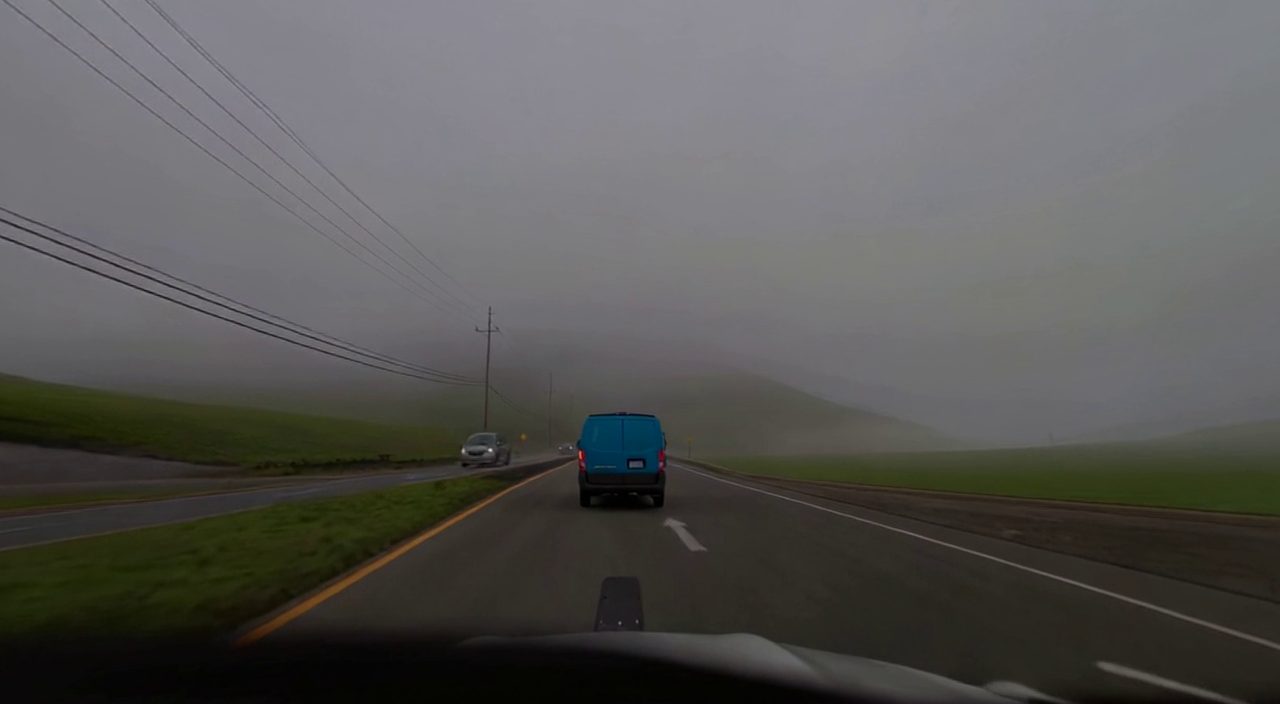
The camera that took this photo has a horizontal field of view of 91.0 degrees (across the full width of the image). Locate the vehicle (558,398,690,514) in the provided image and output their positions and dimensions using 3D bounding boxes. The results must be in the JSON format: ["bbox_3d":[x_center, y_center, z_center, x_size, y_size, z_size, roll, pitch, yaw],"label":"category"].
[{"bbox_3d":[-0.392,2.273,14.068,2.454,2.144,4.535,0,-8,-3],"label":"vehicle"}]

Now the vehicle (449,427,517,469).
[{"bbox_3d":[-9.185,5.700,37.423,2.260,2.264,5.982,0,-8,2],"label":"vehicle"}]
